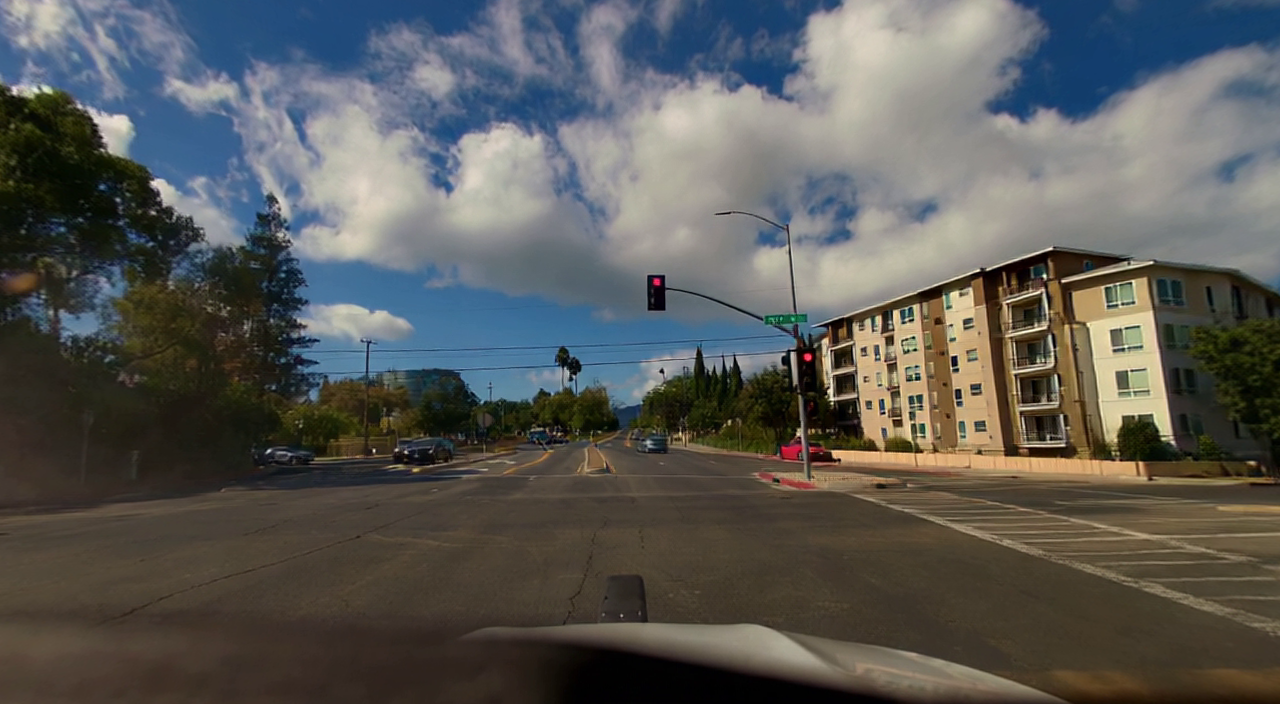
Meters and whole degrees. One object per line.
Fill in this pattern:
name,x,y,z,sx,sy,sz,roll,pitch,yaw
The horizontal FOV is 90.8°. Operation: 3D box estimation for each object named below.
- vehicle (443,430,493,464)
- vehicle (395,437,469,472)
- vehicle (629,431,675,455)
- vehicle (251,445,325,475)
vehicle,-9.789,5.462,36.192,1.910,1.818,4.057,0,-9,-3
vehicle,-9.691,4.804,29.787,2.116,1.521,4.294,0,-9,-1
vehicle,0.777,6.462,44.653,2.073,1.571,4.790,2,-9,-14
vehicle,-21.107,6.469,38.092,1.981,1.628,4.336,0,-9,-1
